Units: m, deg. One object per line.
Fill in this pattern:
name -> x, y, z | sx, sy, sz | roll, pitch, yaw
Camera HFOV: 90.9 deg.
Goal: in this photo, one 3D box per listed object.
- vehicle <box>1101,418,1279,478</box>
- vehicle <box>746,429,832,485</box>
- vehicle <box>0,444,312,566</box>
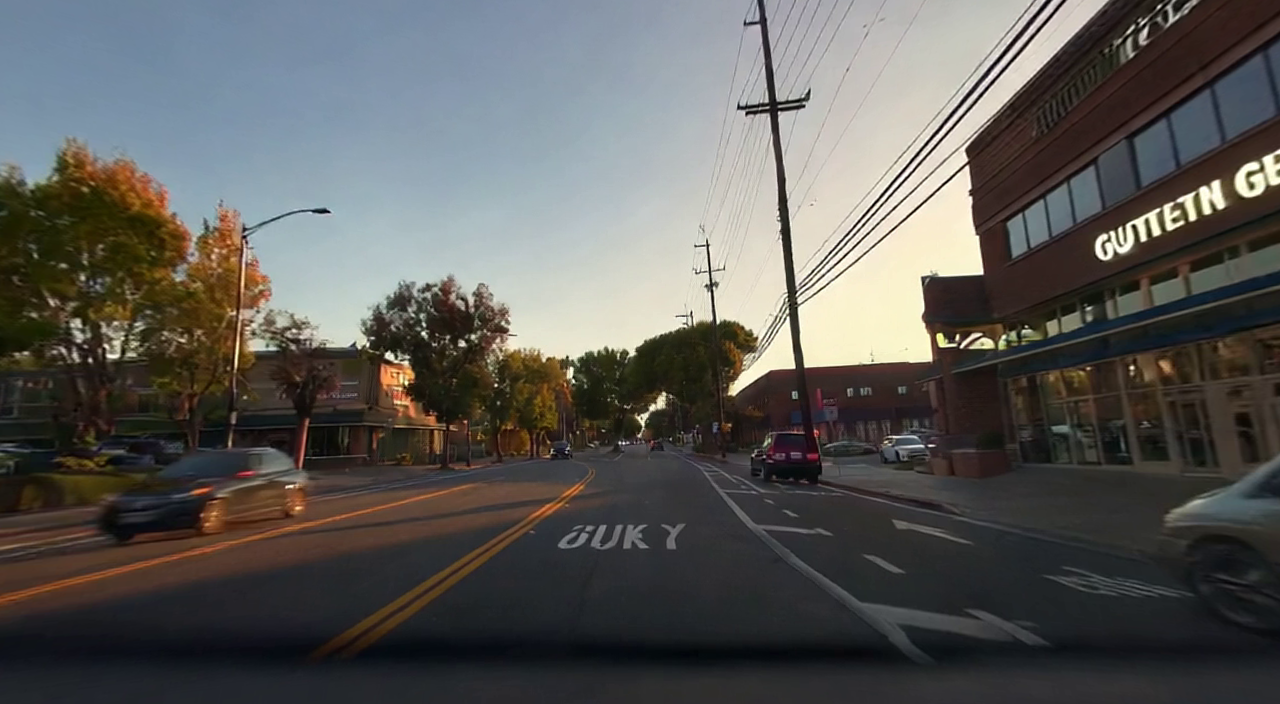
vehicle -> 17.130, 2.985, 19.508 | 4.159, 1.721, 1.994 | 1, -9, -6
vehicle -> 5.452, 3.909, 23.732 | 2.182, 1.850, 4.705 | 0, -9, 2
vehicle -> -7.389, 2.202, 9.979 | 1.913, 1.464, 4.526 | 0, -8, 0
